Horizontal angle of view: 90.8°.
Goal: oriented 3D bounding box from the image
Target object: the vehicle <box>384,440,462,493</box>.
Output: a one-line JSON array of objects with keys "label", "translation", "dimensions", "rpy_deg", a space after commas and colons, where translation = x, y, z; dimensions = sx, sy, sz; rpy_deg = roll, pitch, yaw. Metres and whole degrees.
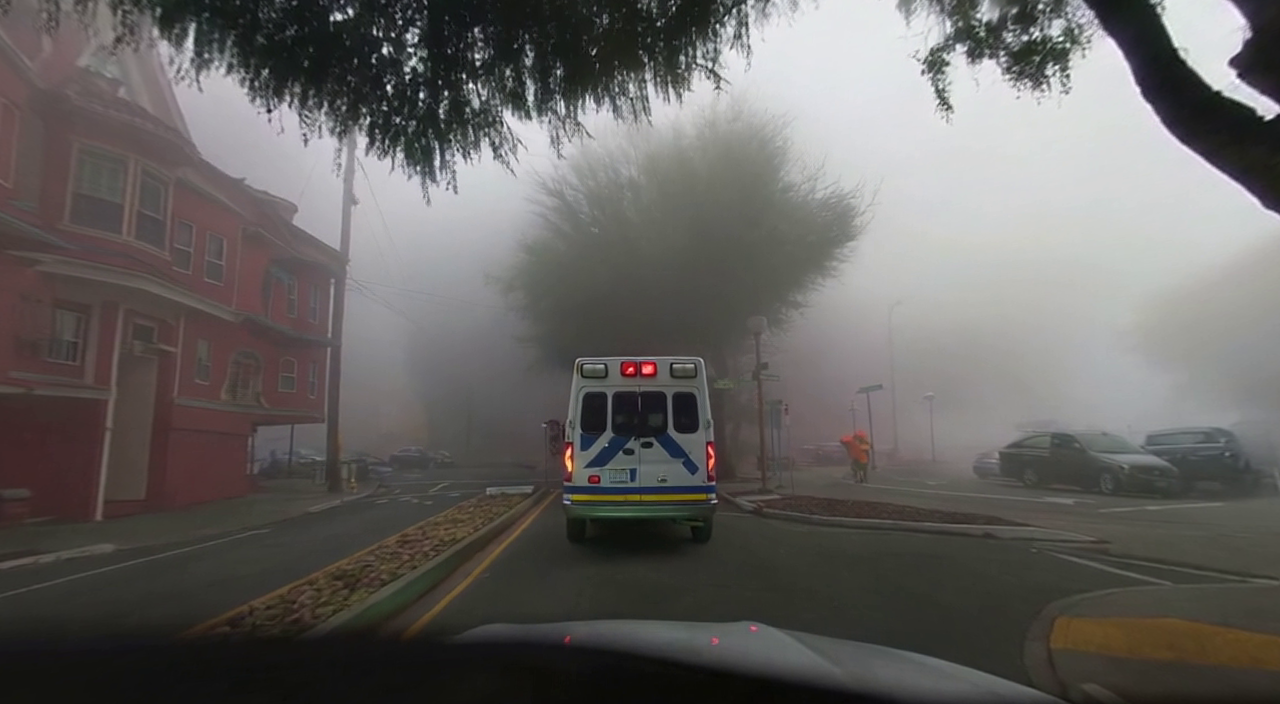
[{"label": "vehicle", "translation": [-8.502, 4.335, 24.484], "dimensions": [2.290, 1.776, 4.947], "rpy_deg": [3, -9, -24]}]

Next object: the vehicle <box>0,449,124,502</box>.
[{"label": "vehicle", "translation": [-18.771, 3.708, 19.162], "dimensions": [4.412, 1.468, 1.914], "rpy_deg": [0, -8, -3]}]

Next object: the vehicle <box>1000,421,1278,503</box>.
[{"label": "vehicle", "translation": [13.157, 2.945, 17.128], "dimensions": [5.270, 1.966, 2.329], "rpy_deg": [-2, -8, 11]}]

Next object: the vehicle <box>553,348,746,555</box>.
[{"label": "vehicle", "translation": [0.141, 1.659, 10.903], "dimensions": [2.444, 2.640, 5.482], "rpy_deg": [0, -8, 1]}]
